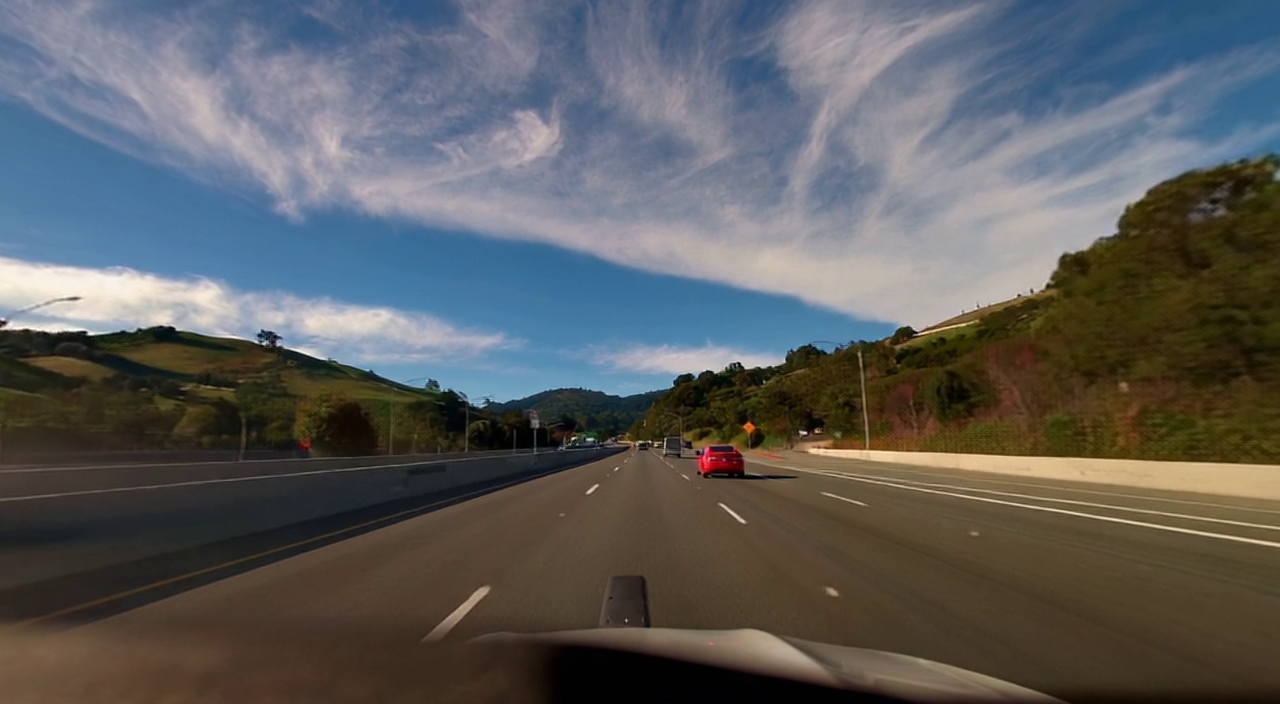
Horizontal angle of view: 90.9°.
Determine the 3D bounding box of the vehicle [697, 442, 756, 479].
[{"bbox_3d":[3.667,4.669,27.515,1.916,1.469,4.481,0,-8,-1],"label":"vehicle"}]
